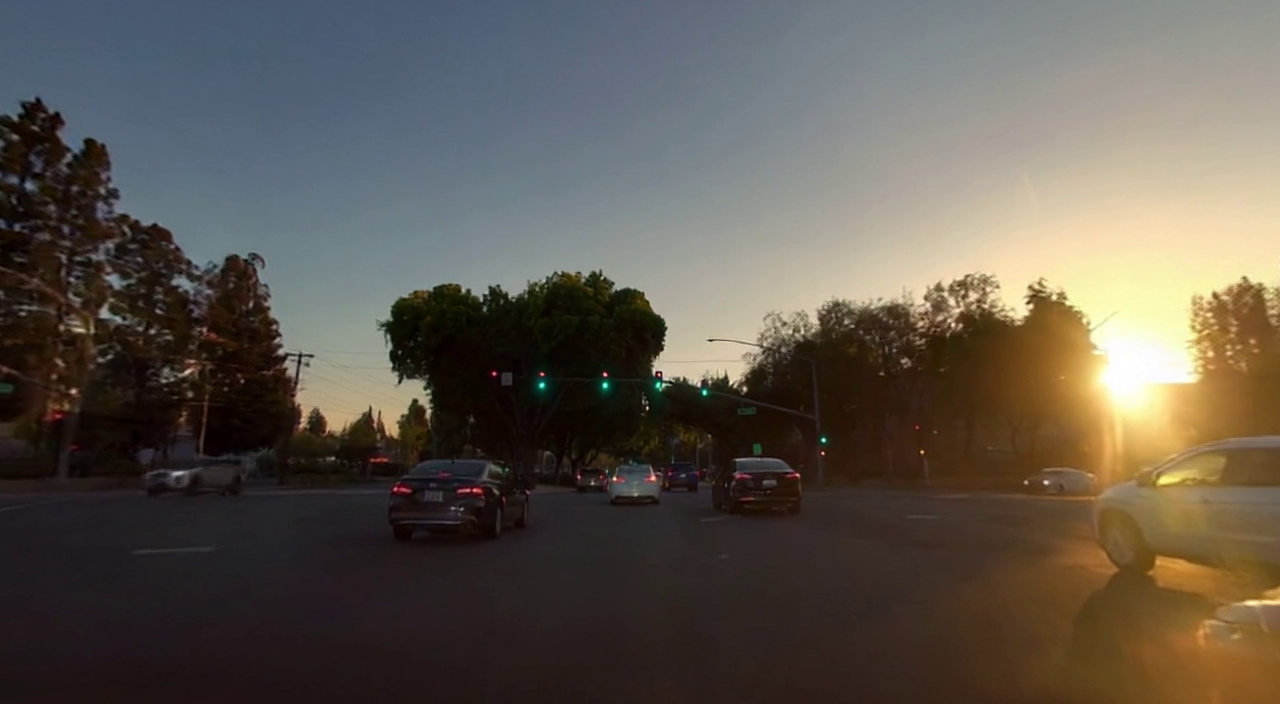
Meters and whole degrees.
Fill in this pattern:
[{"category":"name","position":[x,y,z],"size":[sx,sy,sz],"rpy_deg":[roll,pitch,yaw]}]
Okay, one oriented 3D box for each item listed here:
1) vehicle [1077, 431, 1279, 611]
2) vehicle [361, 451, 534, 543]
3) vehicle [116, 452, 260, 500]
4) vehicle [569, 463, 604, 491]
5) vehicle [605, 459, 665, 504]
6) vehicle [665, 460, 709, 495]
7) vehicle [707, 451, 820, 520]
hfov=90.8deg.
[{"category":"vehicle","position":[6.564,1.474,5.543],"size":[1.959,1.553,4.809],"rpy_deg":[0,-9,-1]},{"category":"vehicle","position":[-3.556,2.752,12.735],"size":[2.045,1.463,4.490],"rpy_deg":[0,-9,0]},{"category":"vehicle","position":[-18.345,5.139,26.043],"size":[2.172,1.751,4.889],"rpy_deg":[0,-12,1]},{"category":"vehicle","position":[-3.668,8.653,43.911],"size":[2.033,1.714,4.278],"rpy_deg":[0,-9,0]},{"category":"vehicle","position":[-0.227,4.882,24.146],"size":[2.098,1.461,3.958],"rpy_deg":[0,-9,-2]},{"category":"vehicle","position":[2.707,7.354,37.355],"size":[2.138,1.778,4.422],"rpy_deg":[0,-9,-2]},{"category":"vehicle","position":[3.180,3.544,17.456],"size":[1.996,1.566,4.917],"rpy_deg":[0,-9,-2]}]
